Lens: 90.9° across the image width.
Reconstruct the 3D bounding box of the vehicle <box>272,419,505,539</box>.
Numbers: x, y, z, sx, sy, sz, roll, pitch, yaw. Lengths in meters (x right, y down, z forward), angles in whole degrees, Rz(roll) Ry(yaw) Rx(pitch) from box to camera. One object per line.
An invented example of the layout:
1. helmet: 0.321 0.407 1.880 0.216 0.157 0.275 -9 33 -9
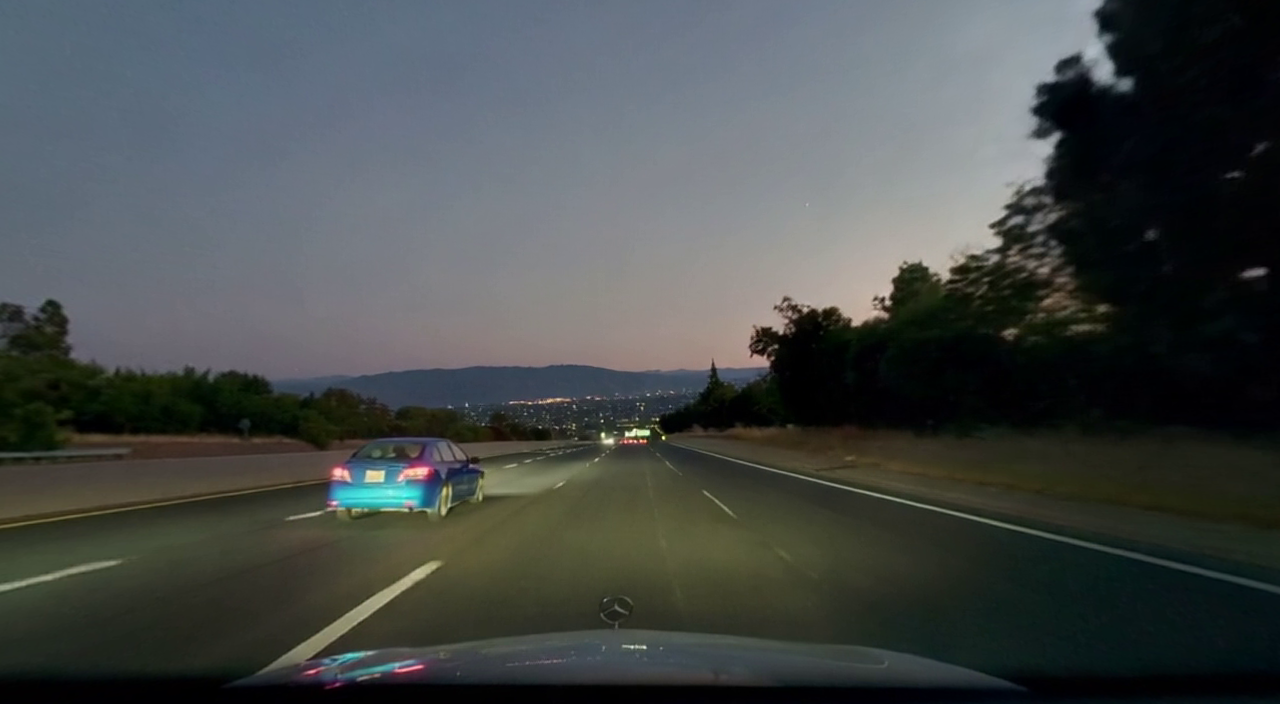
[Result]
1. vehicle: -3.695 1.919 10.279 2.026 1.517 4.325 0 -8 0
